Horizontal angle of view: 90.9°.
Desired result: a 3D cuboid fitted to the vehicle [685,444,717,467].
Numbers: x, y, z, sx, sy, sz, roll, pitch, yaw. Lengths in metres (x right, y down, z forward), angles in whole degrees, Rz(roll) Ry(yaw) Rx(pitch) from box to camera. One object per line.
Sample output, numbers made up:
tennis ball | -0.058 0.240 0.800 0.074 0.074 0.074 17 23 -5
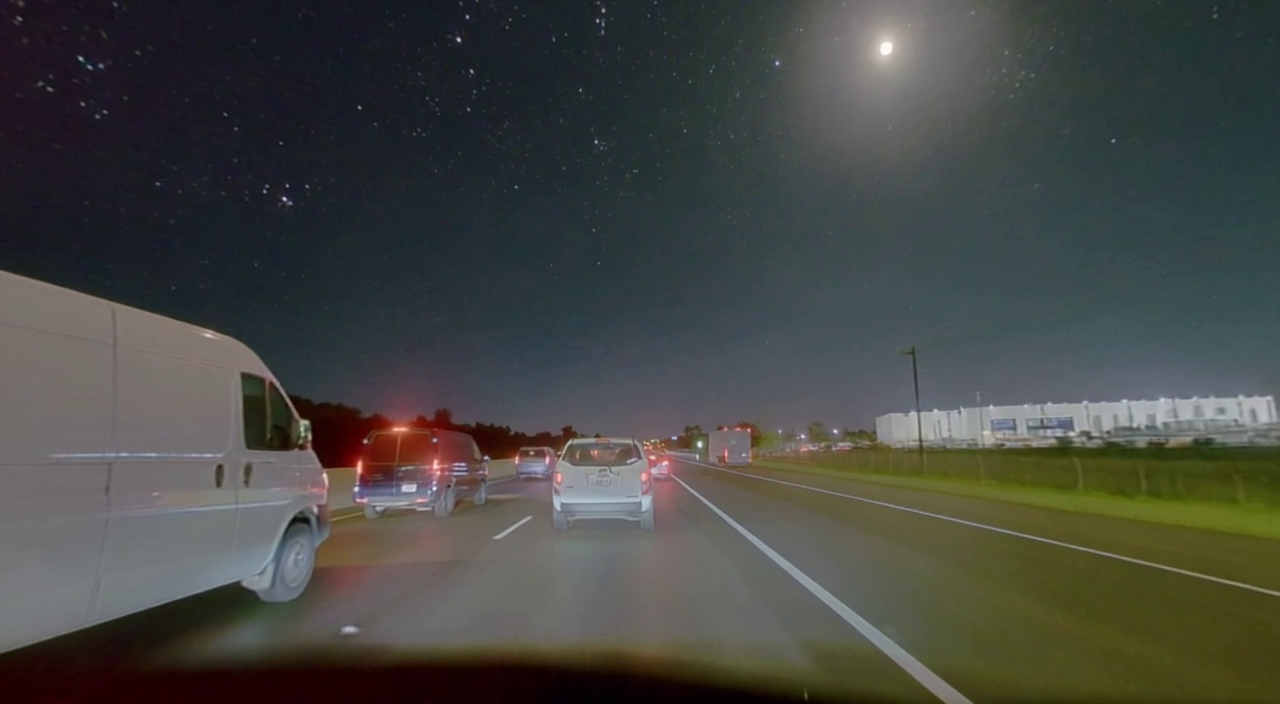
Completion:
vehicle | 4.303 7.401 45.180 1.874 1.512 3.723 0 -9 -1

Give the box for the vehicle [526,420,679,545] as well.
vehicle | -0.520 2.097 10.645 2.093 1.695 3.782 0 -9 0

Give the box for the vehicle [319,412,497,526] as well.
vehicle | -4.598 2.401 13.397 2.043 1.987 4.486 0 -9 0

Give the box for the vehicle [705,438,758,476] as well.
vehicle | 4.501 5.230 31.646 2.003 1.754 4.134 0 -9 -1

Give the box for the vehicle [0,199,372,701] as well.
vehicle | -4.505 0.677 4.341 2.248 2.626 6.837 0 -9 0
